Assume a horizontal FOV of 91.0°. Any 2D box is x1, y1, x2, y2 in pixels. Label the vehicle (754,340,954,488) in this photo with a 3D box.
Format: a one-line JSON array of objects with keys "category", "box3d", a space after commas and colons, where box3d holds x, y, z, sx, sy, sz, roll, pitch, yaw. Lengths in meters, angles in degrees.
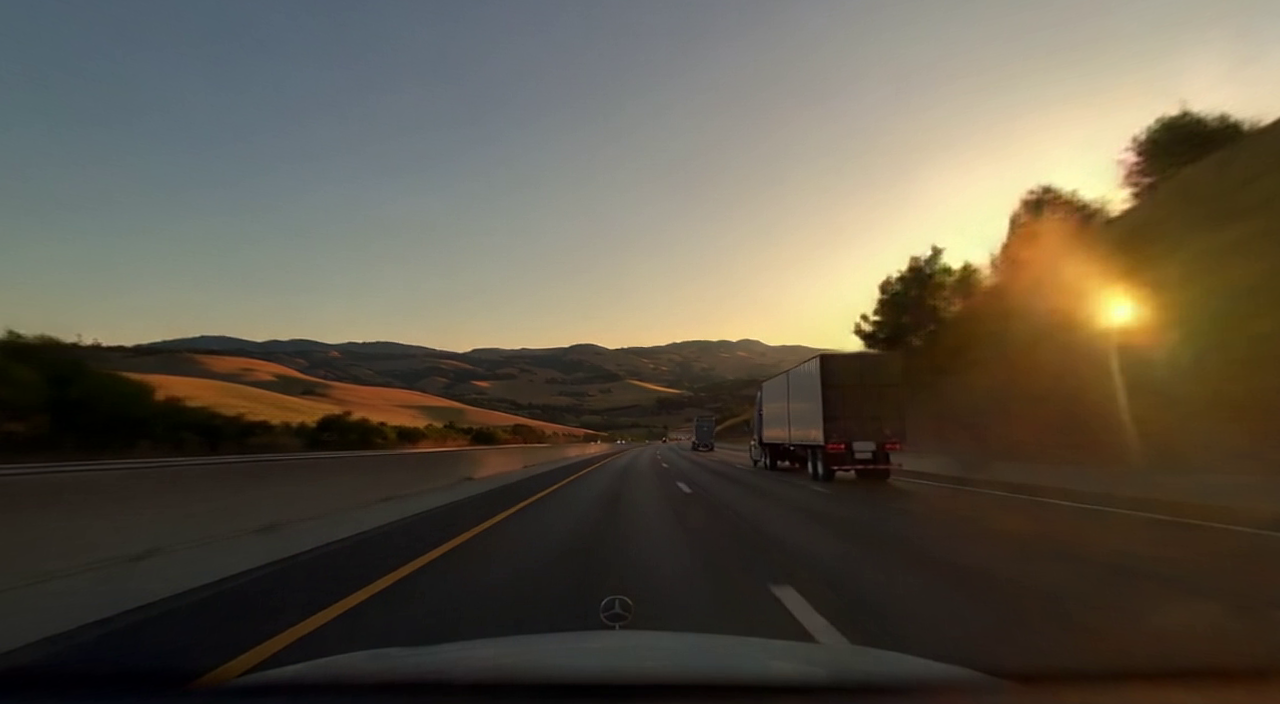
[{"category": "vehicle", "box3d": [7.164, 2.687, 24.425, 2.885, 4.075, 13.981, 0, -8, 0]}]
